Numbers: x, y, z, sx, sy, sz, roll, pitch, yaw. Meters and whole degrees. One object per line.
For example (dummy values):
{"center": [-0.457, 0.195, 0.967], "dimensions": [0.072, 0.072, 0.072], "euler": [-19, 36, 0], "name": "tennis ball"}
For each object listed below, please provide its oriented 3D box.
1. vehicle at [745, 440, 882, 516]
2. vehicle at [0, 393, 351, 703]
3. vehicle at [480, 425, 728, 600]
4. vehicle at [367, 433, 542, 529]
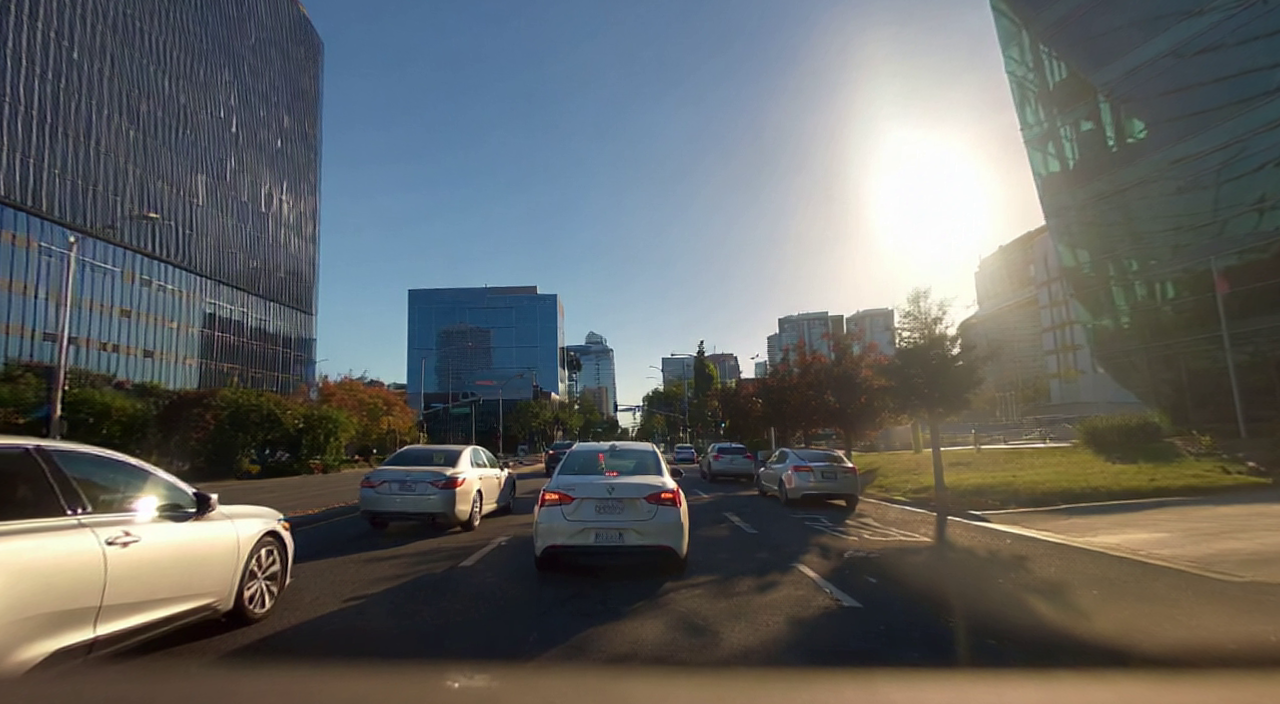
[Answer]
{"center": [3.853, 2.855, 14.836], "dimensions": [1.940, 1.514, 4.187], "euler": [0, -9, -1], "name": "vehicle"}
{"center": [-3.553, 1.076, 3.500], "dimensions": [1.933, 1.520, 4.195], "euler": [0, -9, -1], "name": "vehicle"}
{"center": [-0.258, 1.741, 7.782], "dimensions": [2.174, 1.509, 4.374], "euler": [0, -9, 2], "name": "vehicle"}
{"center": [-3.340, 2.416, 12.422], "dimensions": [2.044, 1.508, 4.479], "euler": [0, -9, 1], "name": "vehicle"}
